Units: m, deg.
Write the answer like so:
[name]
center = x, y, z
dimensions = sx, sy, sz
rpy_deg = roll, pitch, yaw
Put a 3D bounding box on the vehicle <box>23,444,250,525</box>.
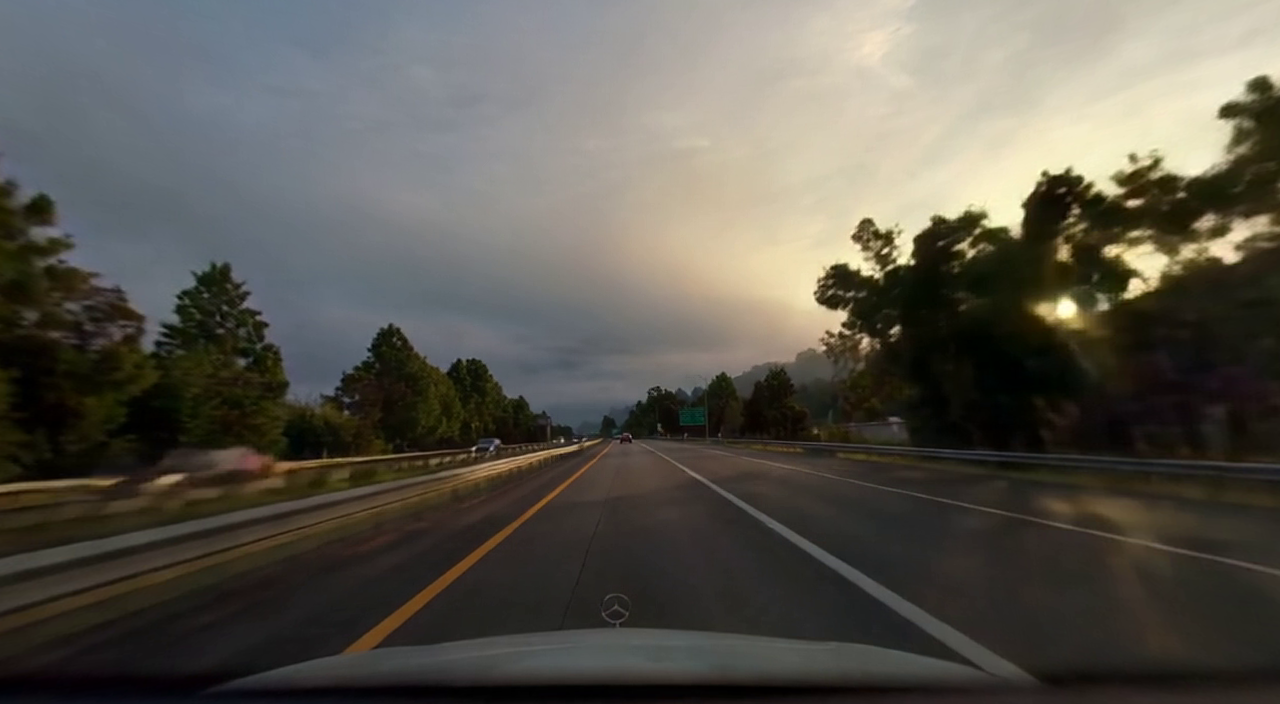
[vehicle]
center = -13.057, 3.402, 16.775
dimensions = 2.765, 1.836, 3.942
rpy_deg = 0, -8, -1
